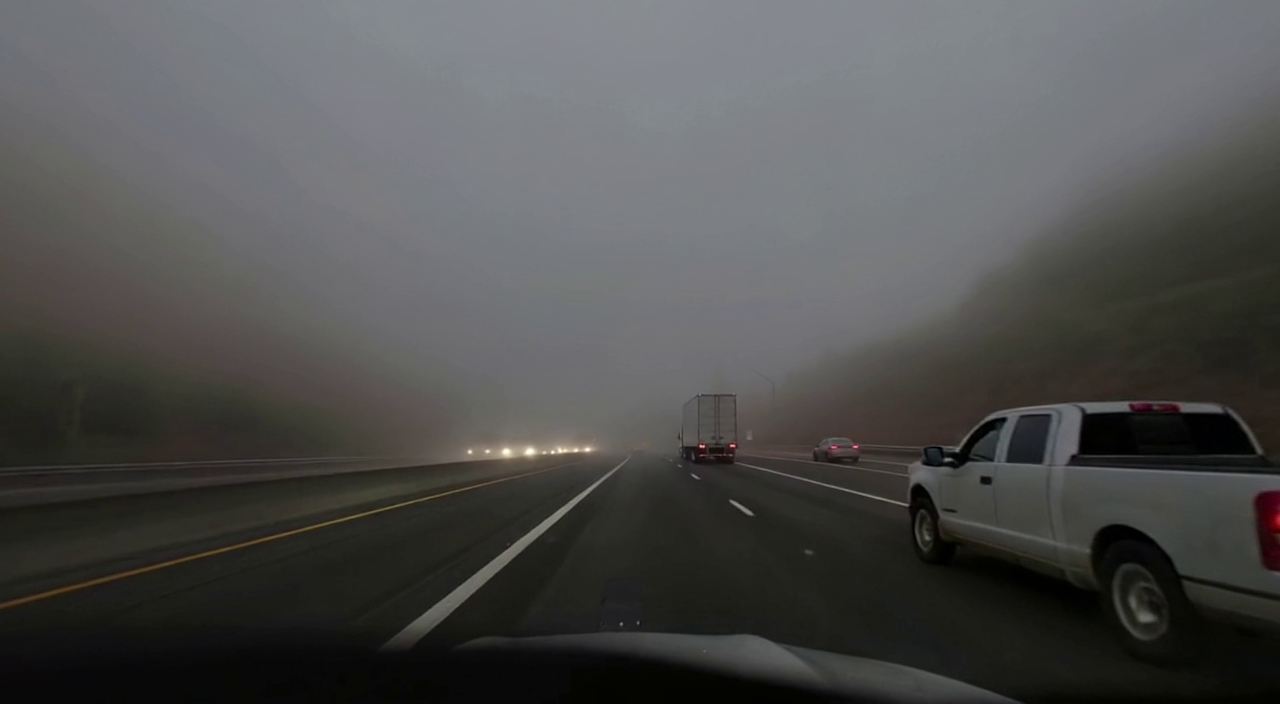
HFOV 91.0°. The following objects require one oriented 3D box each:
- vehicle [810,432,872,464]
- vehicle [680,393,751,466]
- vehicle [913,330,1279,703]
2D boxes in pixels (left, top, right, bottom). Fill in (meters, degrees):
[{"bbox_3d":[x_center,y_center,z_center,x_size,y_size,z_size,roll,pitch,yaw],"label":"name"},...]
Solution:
[{"bbox_3d":[11.802,5.667,37.329,2.046,1.741,4.769,0,-9,0],"label":"vehicle"},{"bbox_3d":[4.432,4.990,39.527,3.049,3.968,10.706,0,-9,-1],"label":"vehicle"},{"bbox_3d":[3.853,1.009,4.284,2.055,1.737,4.224,0,-9,0],"label":"vehicle"}]
